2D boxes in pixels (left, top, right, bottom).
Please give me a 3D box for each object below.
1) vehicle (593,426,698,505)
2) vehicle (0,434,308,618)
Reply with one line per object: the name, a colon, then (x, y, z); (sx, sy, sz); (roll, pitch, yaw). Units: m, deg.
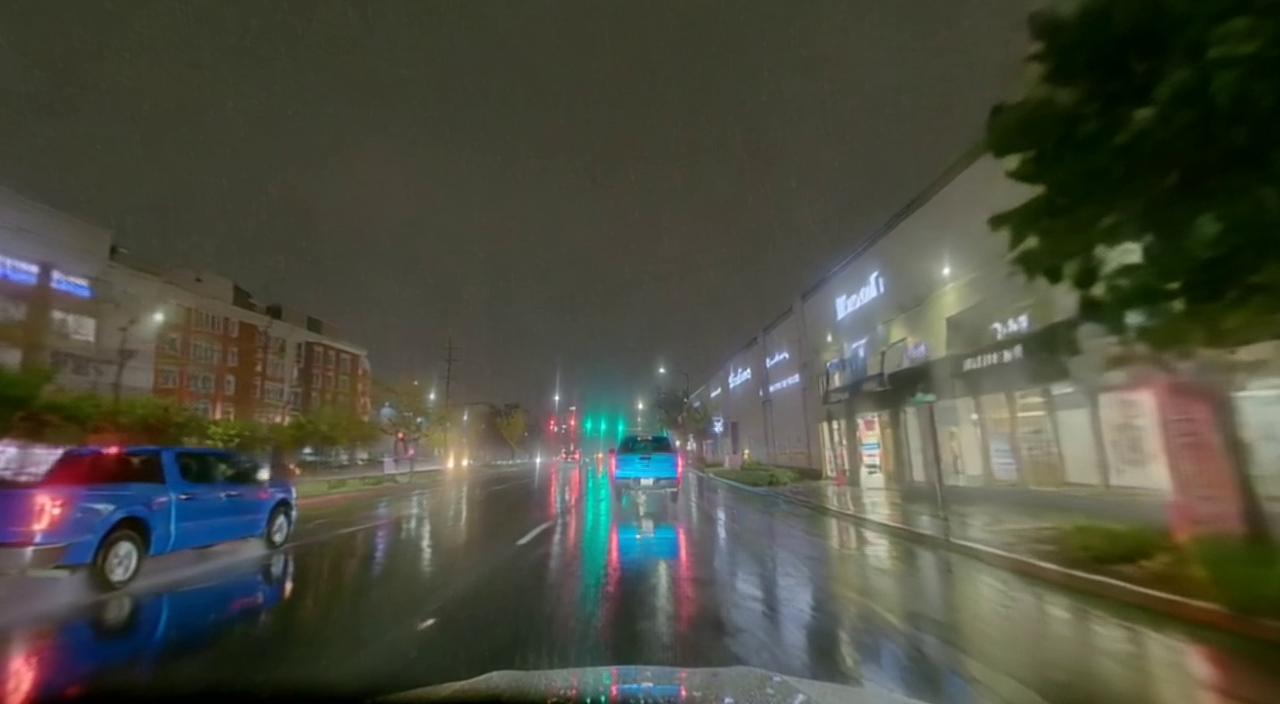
vehicle: (0.039, 3.282, 18.626); (2.590, 1.932, 5.776); (1, -9, -2)
vehicle: (-5.959, 1.718, 7.229); (1.888, 1.424, 4.553); (0, -9, -1)
